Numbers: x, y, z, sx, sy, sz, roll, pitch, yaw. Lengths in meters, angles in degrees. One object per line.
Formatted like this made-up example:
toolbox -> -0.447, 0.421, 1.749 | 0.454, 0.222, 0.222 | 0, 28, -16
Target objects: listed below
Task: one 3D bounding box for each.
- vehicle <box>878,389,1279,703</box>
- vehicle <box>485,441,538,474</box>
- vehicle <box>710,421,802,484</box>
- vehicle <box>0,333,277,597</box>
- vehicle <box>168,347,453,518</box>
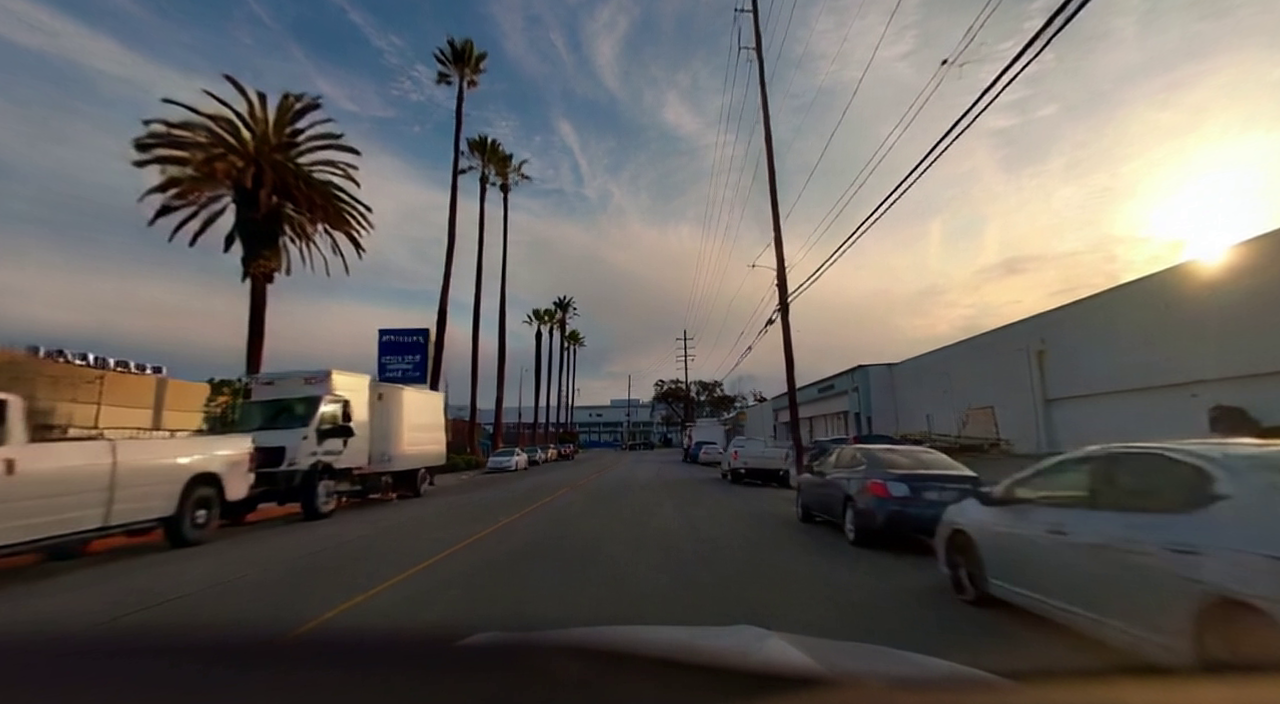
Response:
vehicle -> 3.539, 1.137, 3.887 | 2.246, 1.533, 4.971 | 0, -8, 1
vehicle -> -7.282, 5.997, 36.100 | 1.936, 1.632, 4.145 | -3, -8, 3
vehicle -> 4.046, 3.675, 23.263 | 2.400, 1.985, 6.155 | -1, -8, 2
vehicle -> -8.162, 1.459, 8.128 | 2.845, 2.738, 7.208 | -3, -8, -1
vehicle -> -7.798, 2.180, 16.676 | 2.941, 3.418, 7.738 | -1, -8, 3
